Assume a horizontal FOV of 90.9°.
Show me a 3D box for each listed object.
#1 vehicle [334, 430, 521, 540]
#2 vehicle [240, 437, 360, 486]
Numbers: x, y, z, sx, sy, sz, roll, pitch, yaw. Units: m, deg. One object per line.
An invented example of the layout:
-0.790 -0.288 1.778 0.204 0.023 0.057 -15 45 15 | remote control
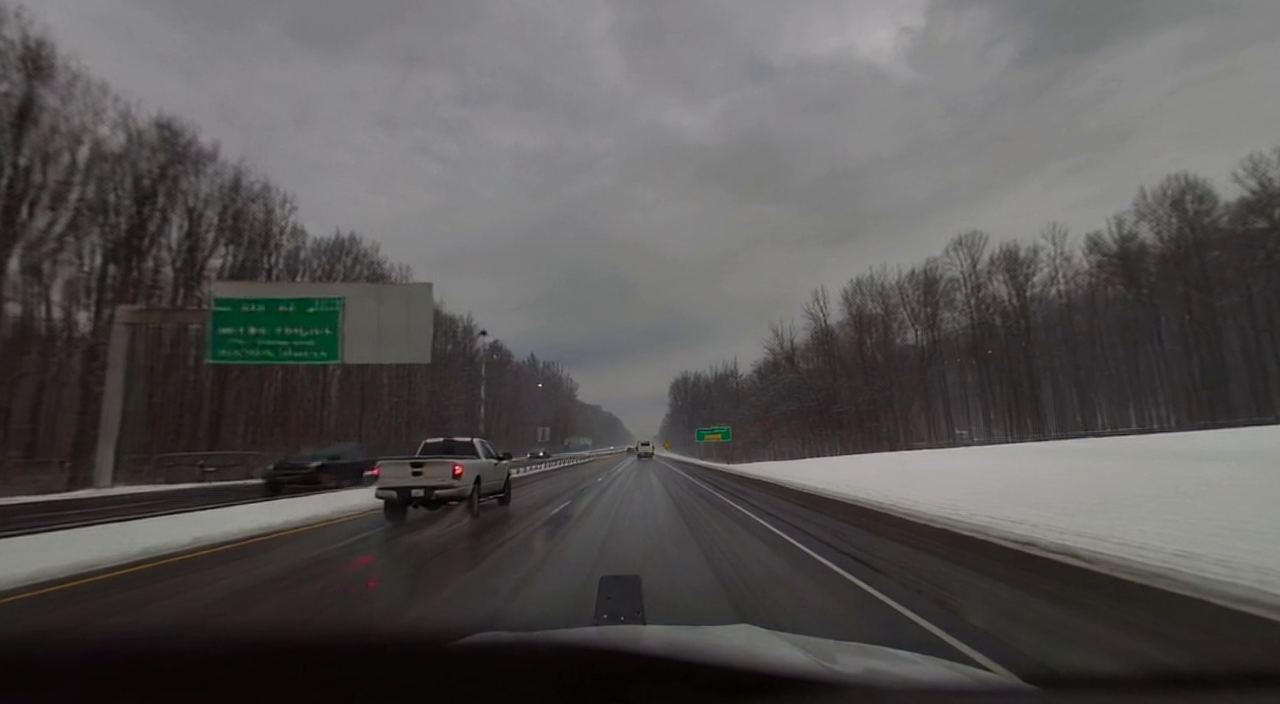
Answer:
-3.595 2.317 11.547 2.009 1.638 3.968 0 -9 0 | vehicle
-15.937 5.162 30.068 2.416 2.072 5.800 0 -9 0 | vehicle
